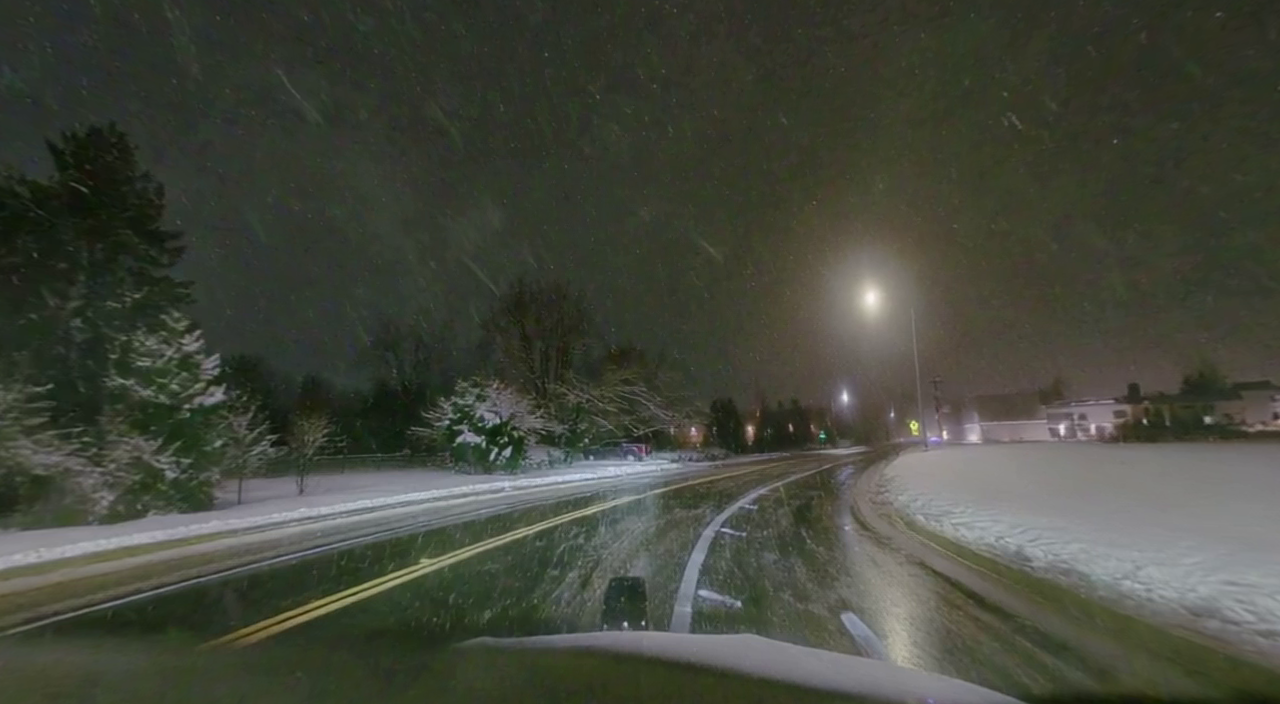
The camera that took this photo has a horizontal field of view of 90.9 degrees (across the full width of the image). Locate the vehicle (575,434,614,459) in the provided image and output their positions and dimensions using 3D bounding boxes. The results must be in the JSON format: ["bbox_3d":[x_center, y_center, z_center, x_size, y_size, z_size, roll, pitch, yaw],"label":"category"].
[{"bbox_3d":[-3.445,7.030,46.916,2.192,1.740,4.521,2,-9,-13],"label":"vehicle"}]

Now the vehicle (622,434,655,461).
[{"bbox_3d":[-0.182,6.927,45.606,2.244,1.796,5.170,0,-9,-2],"label":"vehicle"}]
